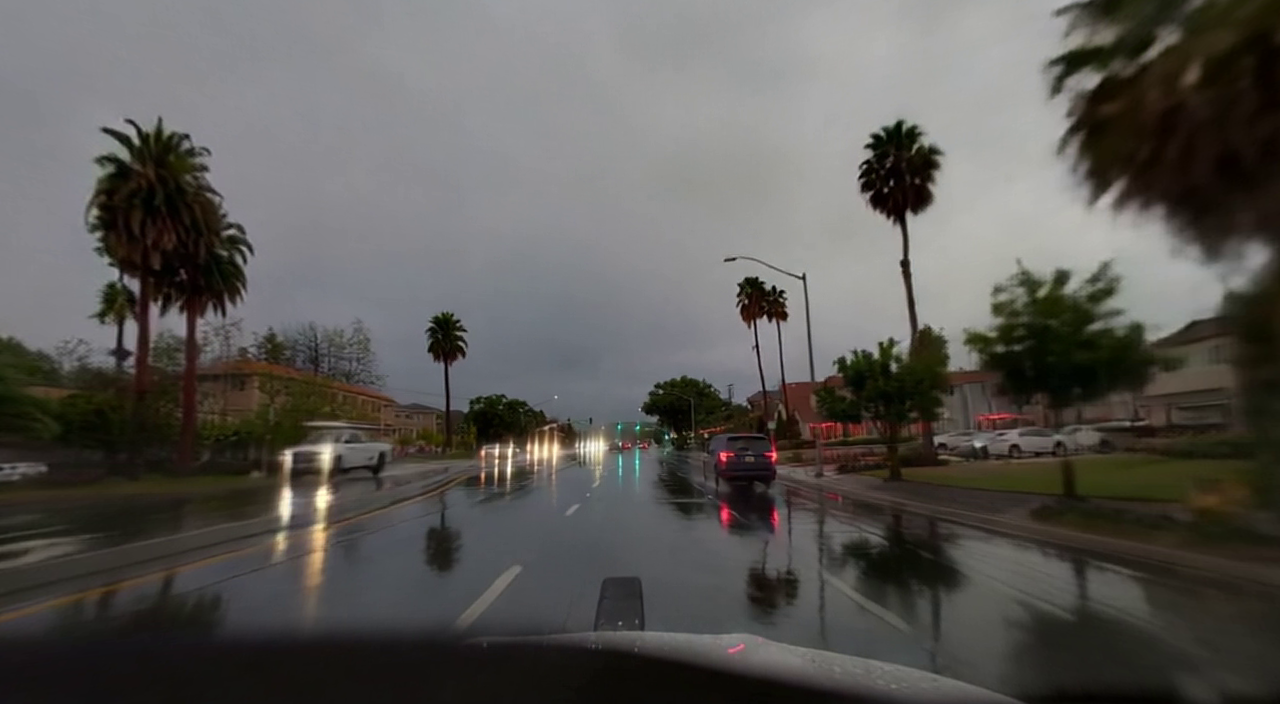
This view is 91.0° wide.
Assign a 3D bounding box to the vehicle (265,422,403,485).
[{"bbox_3d":[-15.383,5.201,32.564,3.083,2.852,7.976,0,-8,0],"label":"vehicle"}]

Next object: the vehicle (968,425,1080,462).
[{"bbox_3d":[18.922,4.566,31.290,1.962,1.699,4.673,2,-9,-12],"label":"vehicle"}]

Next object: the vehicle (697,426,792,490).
[{"bbox_3d":[3.375,3.538,21.348,2.244,1.901,4.561,0,-8,-3],"label":"vehicle"}]
